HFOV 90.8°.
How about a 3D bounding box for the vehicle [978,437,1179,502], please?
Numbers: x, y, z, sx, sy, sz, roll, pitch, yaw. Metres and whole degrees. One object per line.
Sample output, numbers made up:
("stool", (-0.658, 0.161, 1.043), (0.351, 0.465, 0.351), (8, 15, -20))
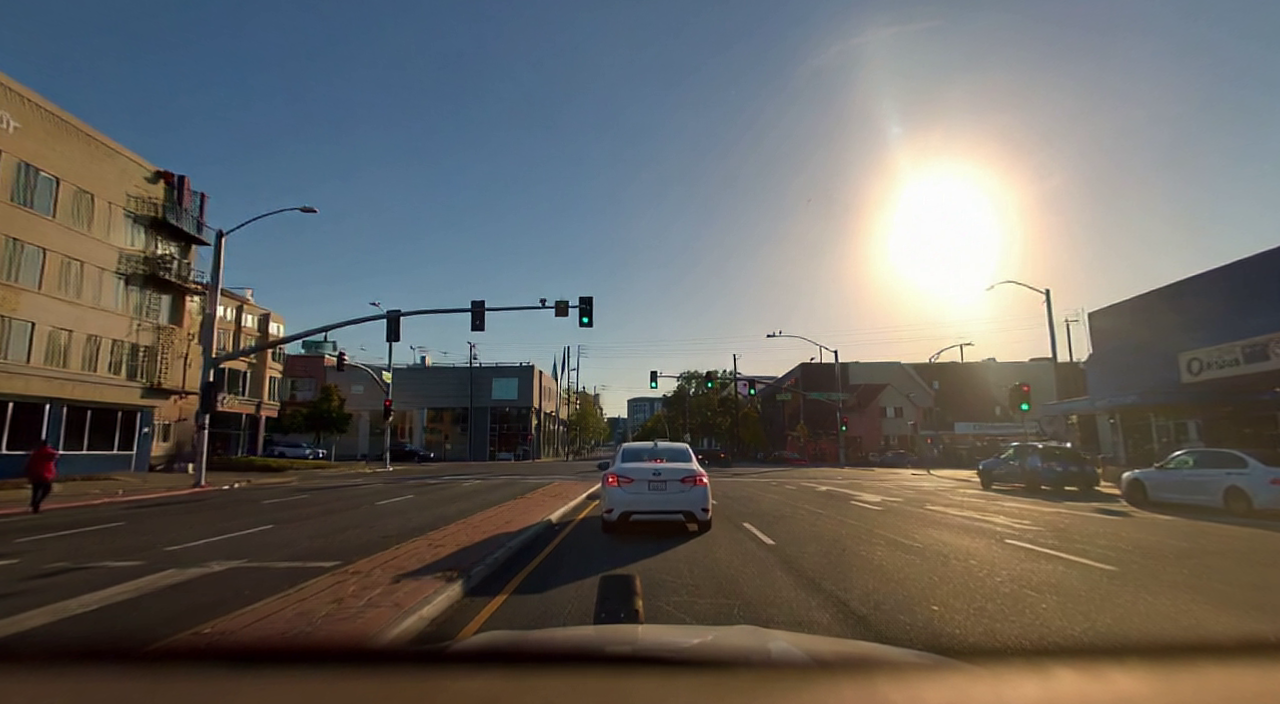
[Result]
("vehicle", (14.085, 3.787, 20.954), (2.309, 1.819, 5.793), (0, -8, -2))

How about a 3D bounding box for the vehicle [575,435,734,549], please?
("vehicle", (0.181, 2.137, 10.373), (2.067, 1.471, 4.241), (0, -8, 0))

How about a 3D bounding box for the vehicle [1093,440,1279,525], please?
("vehicle", (14.187, 3.049, 15.535), (2.235, 1.721, 5.230), (0, -8, 1))
